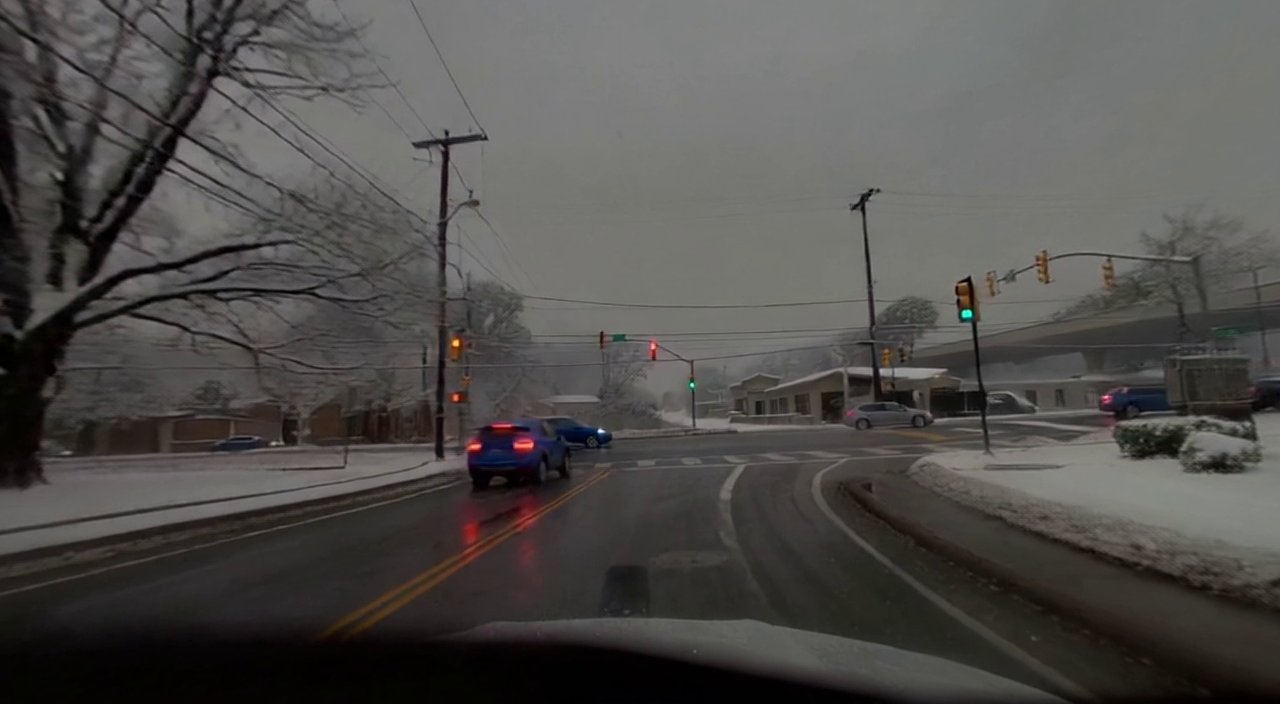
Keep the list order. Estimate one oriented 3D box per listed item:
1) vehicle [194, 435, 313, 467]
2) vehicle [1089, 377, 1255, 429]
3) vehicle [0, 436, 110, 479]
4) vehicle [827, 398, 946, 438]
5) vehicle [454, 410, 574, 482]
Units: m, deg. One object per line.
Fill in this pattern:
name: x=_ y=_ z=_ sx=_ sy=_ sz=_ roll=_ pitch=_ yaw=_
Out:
vehicle: x=-19.056 y=4.899 z=31.218 sx=4.610 sy=1.476 sz=2.021 roll=-1 pitch=-9 yaw=5
vehicle: x=22.841 y=2.272 z=27.272 sx=4.950 sy=2.022 sz=2.221 roll=-1 pitch=-9 yaw=5
vehicle: x=-30.393 y=5.379 z=32.238 sx=4.928 sy=1.843 sz=2.055 roll=-3 pitch=-4 yaw=5
vehicle: x=11.083 y=3.023 z=28.659 sx=4.636 sy=1.668 sz=1.935 roll=-1 pitch=-9 yaw=7
vehicle: x=-3.305 y=2.631 z=17.603 sx=1.928 sy=1.726 sz=4.704 roll=-1 pitch=-9 yaw=6
